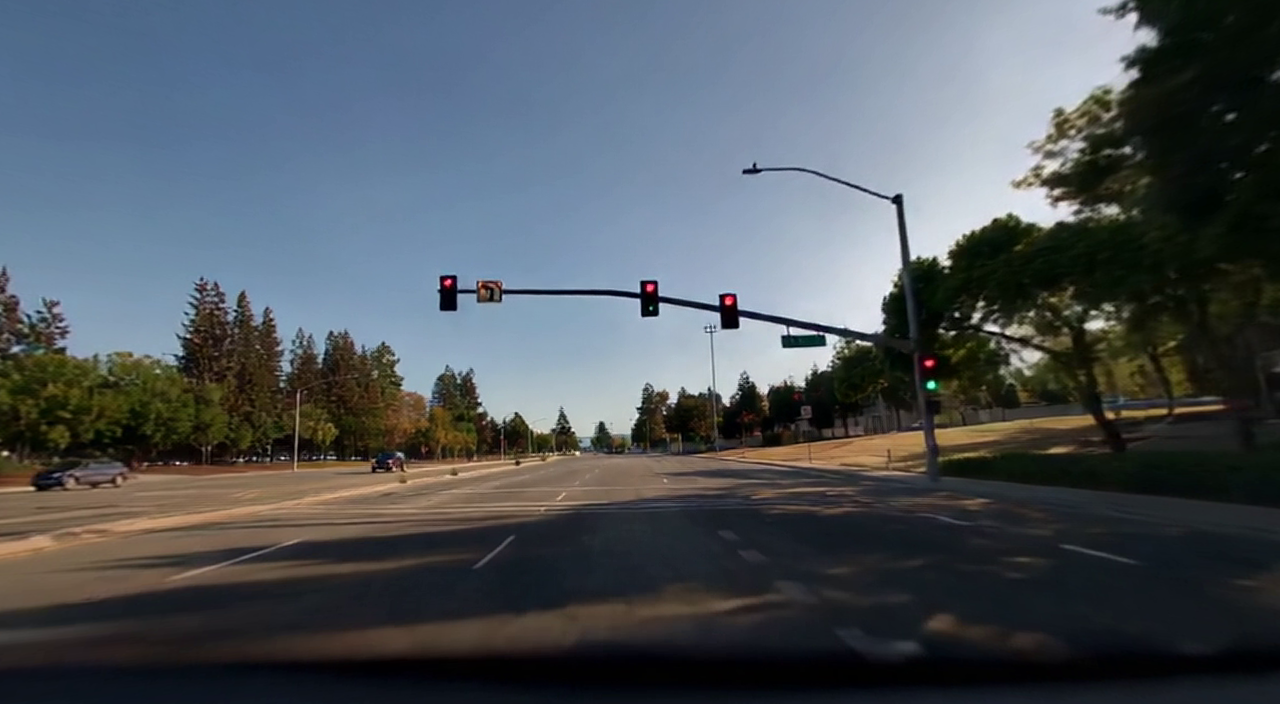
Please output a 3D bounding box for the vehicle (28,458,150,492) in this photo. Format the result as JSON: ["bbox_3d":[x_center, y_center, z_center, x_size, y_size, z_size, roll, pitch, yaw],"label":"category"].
[{"bbox_3d":[-29.160,6.488,33.681,2.089,1.556,4.961,0,-9,-1],"label":"vehicle"}]
